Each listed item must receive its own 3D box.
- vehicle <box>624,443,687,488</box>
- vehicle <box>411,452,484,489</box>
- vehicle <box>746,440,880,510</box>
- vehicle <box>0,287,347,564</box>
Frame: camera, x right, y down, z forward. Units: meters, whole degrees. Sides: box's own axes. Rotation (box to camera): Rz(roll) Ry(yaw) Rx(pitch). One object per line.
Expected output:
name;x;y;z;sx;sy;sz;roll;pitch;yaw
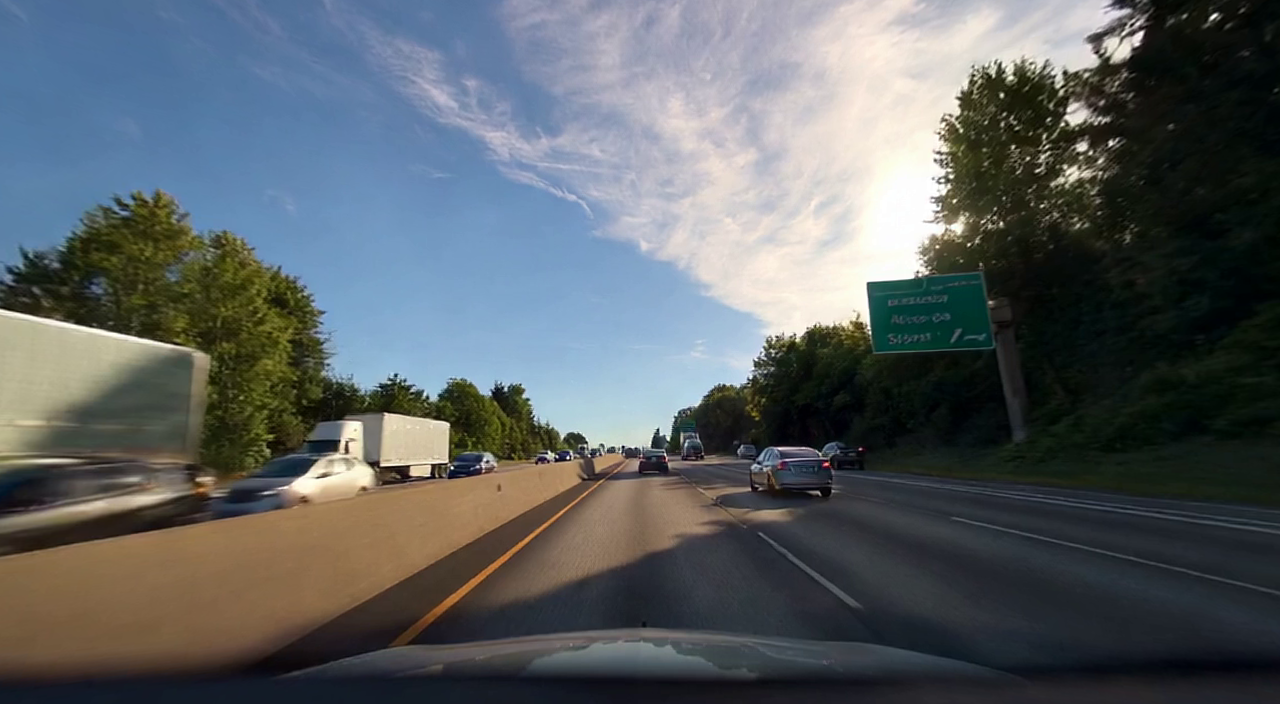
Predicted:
vehicle;0.539;4.251;23.846;2.177;1.520;4.278;0;-9;0
vehicle;-8.569;5.291;28.470;1.985;1.458;4.230;0;-9;0
vehicle;4.044;2.952;15.614;2.029;1.475;4.279;0;-9;-1
vehicle;-11.732;1.813;14.118;3.263;4.326;14.657;0;-9;0
